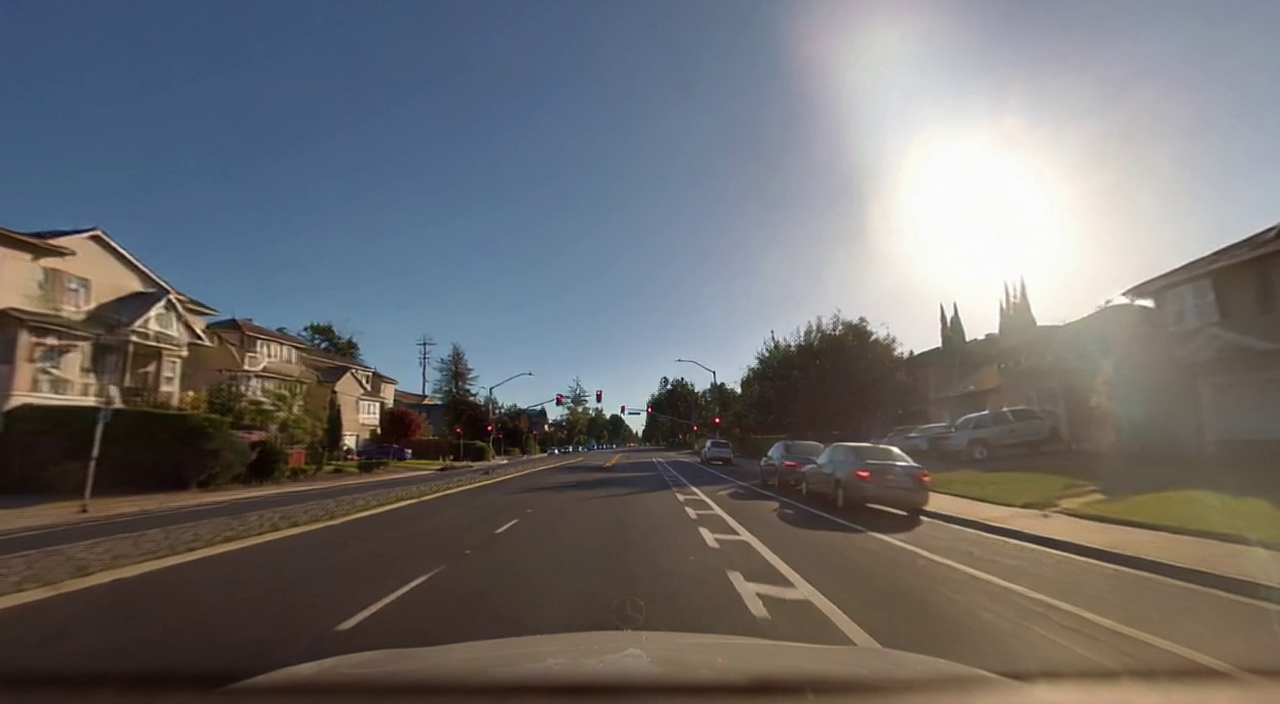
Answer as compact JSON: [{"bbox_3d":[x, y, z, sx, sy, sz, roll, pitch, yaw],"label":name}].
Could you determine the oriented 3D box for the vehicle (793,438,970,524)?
[{"bbox_3d":[4.671,2.543,13.055,1.881,1.435,4.525,0,-9,0],"label":"vehicle"}]

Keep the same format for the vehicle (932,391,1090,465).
[{"bbox_3d":[13.466,2.815,23.079,4.284,1.725,1.981,-12,-9,-1],"label":"vehicle"}]

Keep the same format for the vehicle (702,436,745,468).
[{"bbox_3d":[5.097,6.191,39.052,2.170,1.869,4.594,0,-9,2],"label":"vehicle"}]
